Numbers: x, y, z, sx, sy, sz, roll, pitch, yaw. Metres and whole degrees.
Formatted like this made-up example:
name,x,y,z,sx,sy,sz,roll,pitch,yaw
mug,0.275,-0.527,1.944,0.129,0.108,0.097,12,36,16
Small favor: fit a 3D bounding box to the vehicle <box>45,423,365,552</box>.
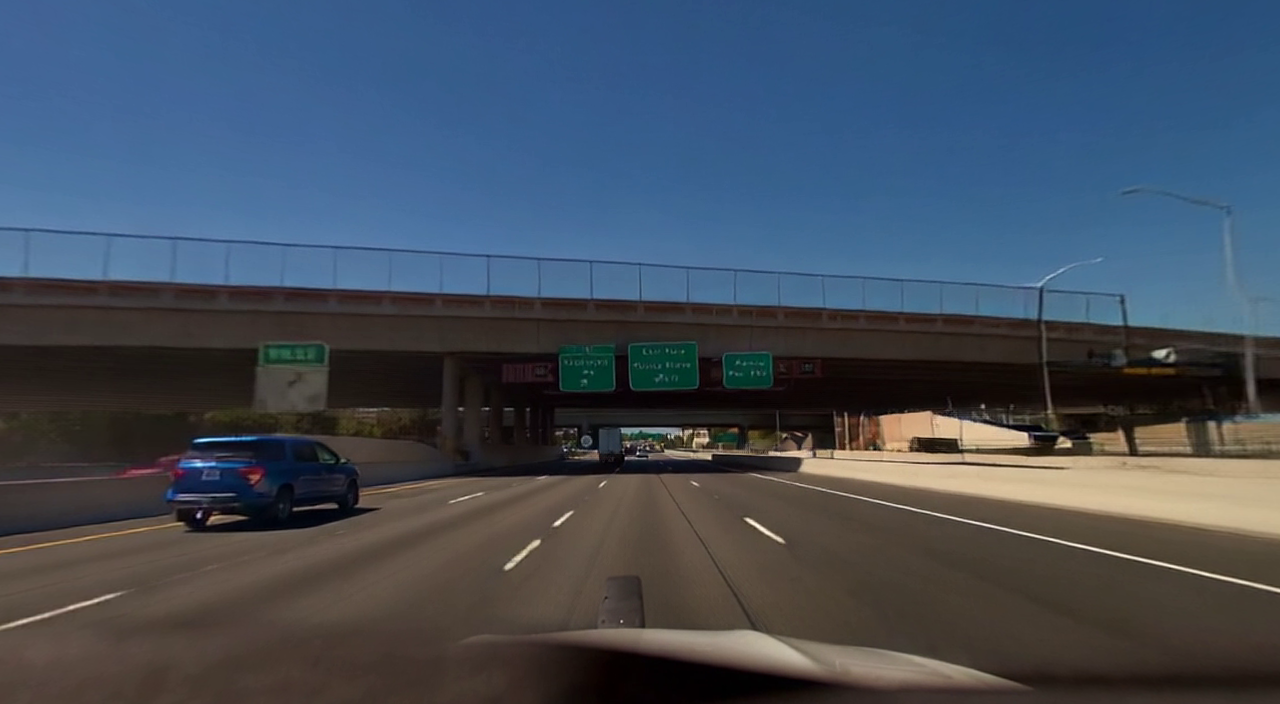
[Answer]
name,x,y,z,sx,sy,sz,roll,pitch,yaw
vehicle,-6.976,2.213,10.993,2.168,1.729,4.724,0,-9,0
